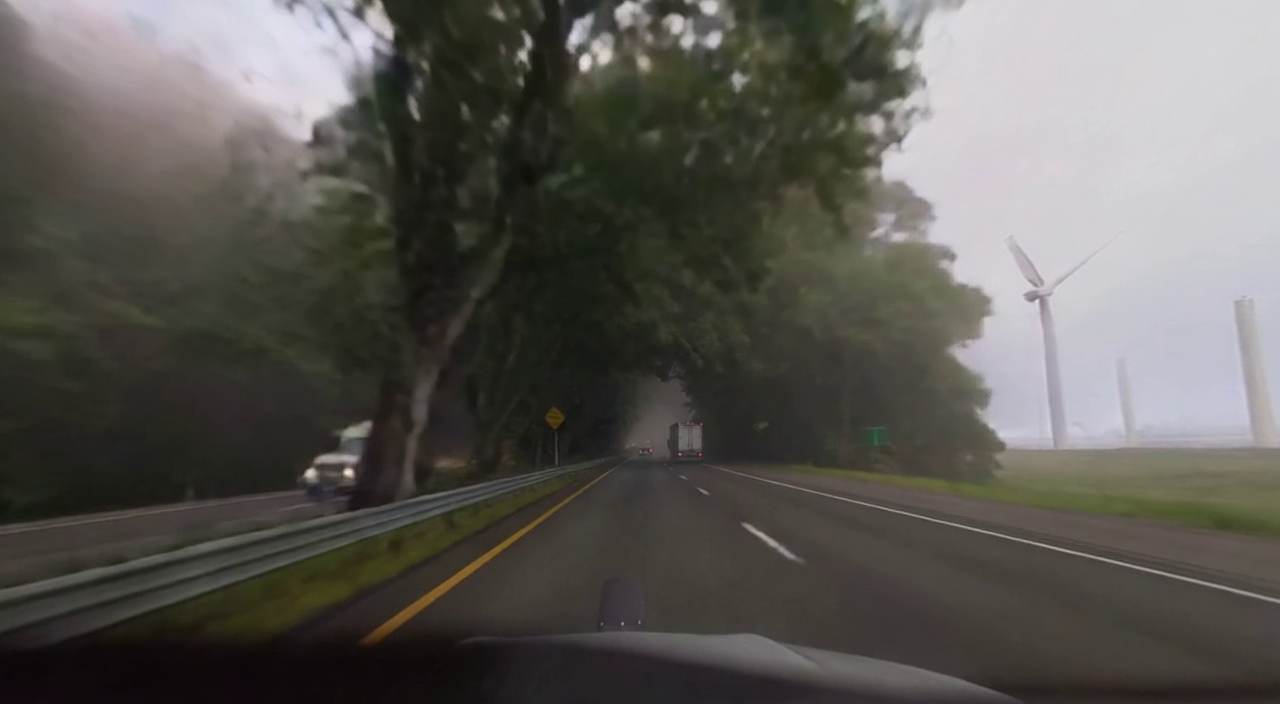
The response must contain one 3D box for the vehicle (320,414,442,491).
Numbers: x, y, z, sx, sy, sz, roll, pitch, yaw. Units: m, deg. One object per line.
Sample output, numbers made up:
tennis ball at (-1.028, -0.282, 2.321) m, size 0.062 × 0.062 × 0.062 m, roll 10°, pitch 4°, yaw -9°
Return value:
vehicle at (-12.753, 5.073, 31.882) m, size 2.829 × 3.363 × 7.469 m, roll 0°, pitch -9°, yaw 1°
